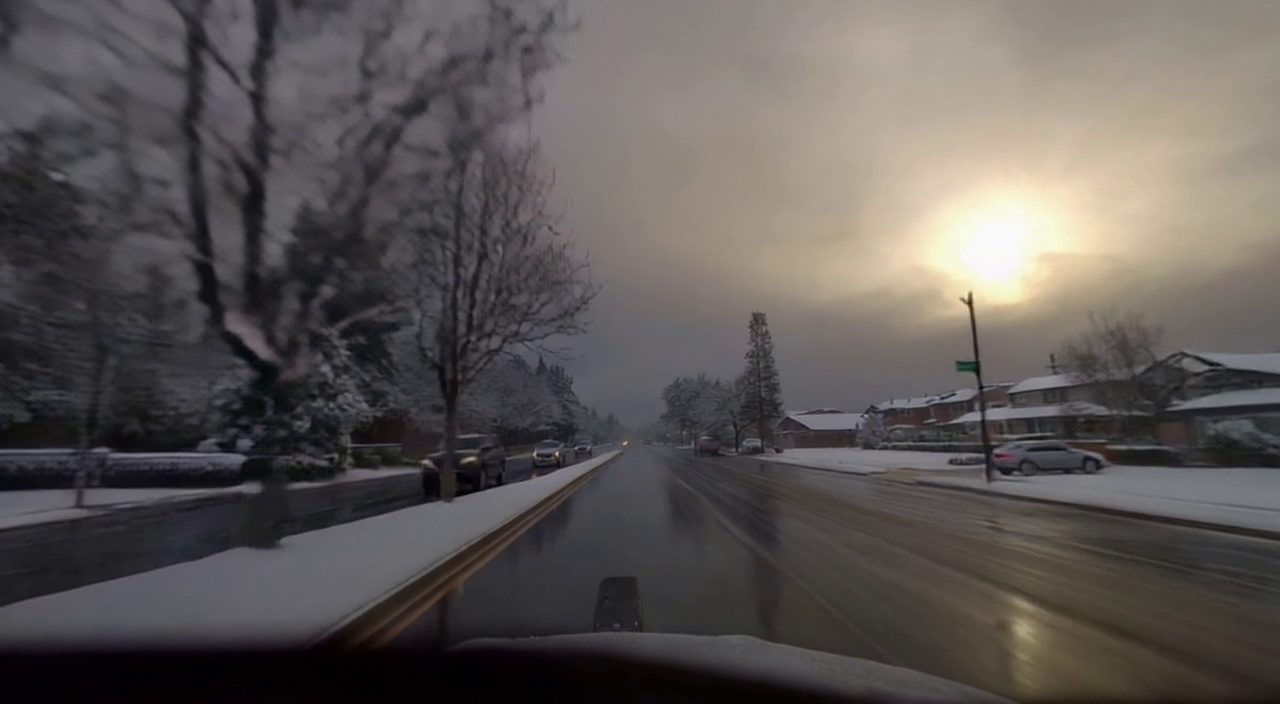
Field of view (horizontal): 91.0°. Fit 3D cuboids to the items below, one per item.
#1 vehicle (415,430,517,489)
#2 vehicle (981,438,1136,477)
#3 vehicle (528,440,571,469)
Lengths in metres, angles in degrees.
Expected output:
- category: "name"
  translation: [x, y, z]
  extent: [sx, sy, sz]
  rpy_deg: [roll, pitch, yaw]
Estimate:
- category: "vehicle"
  translation: [-5.989, 3.754, 22.324]
  extent: [2.071, 1.823, 4.799]
  rpy_deg: [-1, -8, 2]
- category: "vehicle"
  translation: [15.541, 3.928, 23.544]
  extent: [4.500, 1.390, 1.864]
  rpy_deg: [0, -8, -2]
- category: "vehicle"
  translation: [-5.313, 6.042, 37.329]
  extent: [1.935, 1.521, 4.314]
  rpy_deg: [-1, -8, 0]
